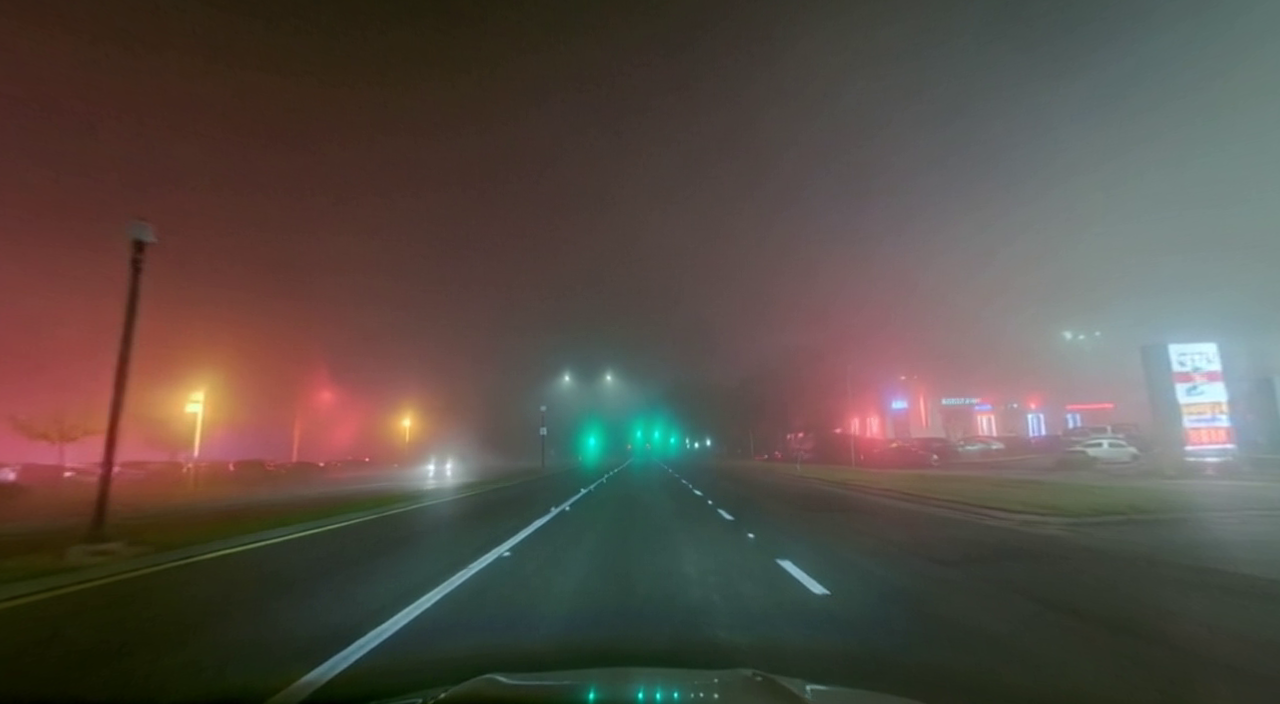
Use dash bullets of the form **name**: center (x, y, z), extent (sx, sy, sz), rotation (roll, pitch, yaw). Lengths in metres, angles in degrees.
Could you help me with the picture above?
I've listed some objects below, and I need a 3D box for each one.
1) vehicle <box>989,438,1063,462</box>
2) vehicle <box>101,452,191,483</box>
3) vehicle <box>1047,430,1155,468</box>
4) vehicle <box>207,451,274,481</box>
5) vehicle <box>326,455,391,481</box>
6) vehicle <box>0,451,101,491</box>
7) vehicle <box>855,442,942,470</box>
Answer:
- **vehicle**: center (29.873, 7.589, 48.685), extent (4.342, 1.641, 1.975), rotation (-3, -8, -1)
- **vehicle**: center (-36.294, 8.444, 46.342), extent (2.219, 2.066, 5.369), rotation (0, -9, 1)
- **vehicle**: center (27.001, 5.691, 36.884), extent (4.569, 1.929, 2.084), rotation (-2, -10, -3)
- **vehicle**: center (-31.233, 8.894, 49.247), extent (2.160, 2.118, 4.989), rotation (0, -9, -3)
- **vehicle**: center (-18.989, 7.813, 42.582), extent (2.040, 1.609, 4.872), rotation (0, -9, 1)
- **vehicle**: center (-35.932, 6.999, 37.413), extent (2.471, 2.129, 5.492), rotation (-1, -9, 3)
- **vehicle**: center (17.073, 6.867, 41.561), extent (4.720, 1.769, 2.229), rotation (0, -10, -4)
